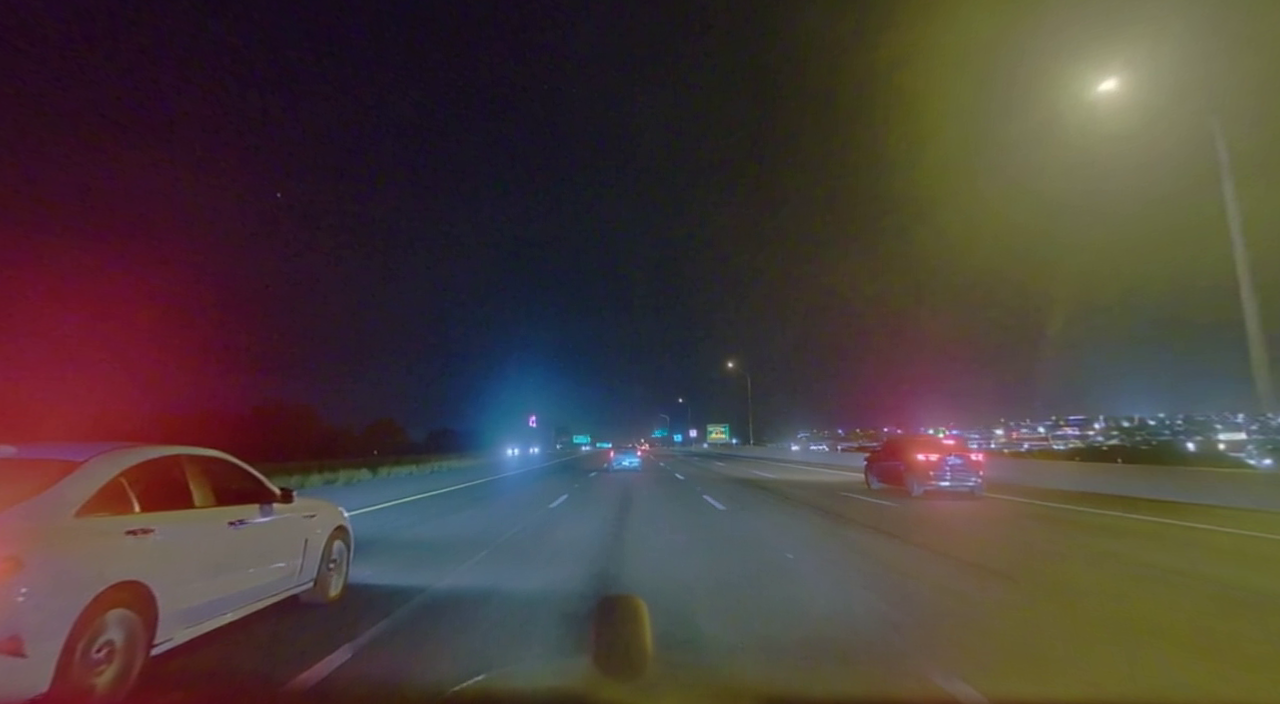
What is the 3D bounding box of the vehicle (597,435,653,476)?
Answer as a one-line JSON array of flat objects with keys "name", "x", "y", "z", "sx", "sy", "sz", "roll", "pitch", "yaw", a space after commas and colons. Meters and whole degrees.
[{"name": "vehicle", "x": -0.577, "y": 4.268, "z": 26.157, "sx": 2.147, "sy": 1.576, "sz": 3.964, "roll": 0, "pitch": -8, "yaw": 0}]
